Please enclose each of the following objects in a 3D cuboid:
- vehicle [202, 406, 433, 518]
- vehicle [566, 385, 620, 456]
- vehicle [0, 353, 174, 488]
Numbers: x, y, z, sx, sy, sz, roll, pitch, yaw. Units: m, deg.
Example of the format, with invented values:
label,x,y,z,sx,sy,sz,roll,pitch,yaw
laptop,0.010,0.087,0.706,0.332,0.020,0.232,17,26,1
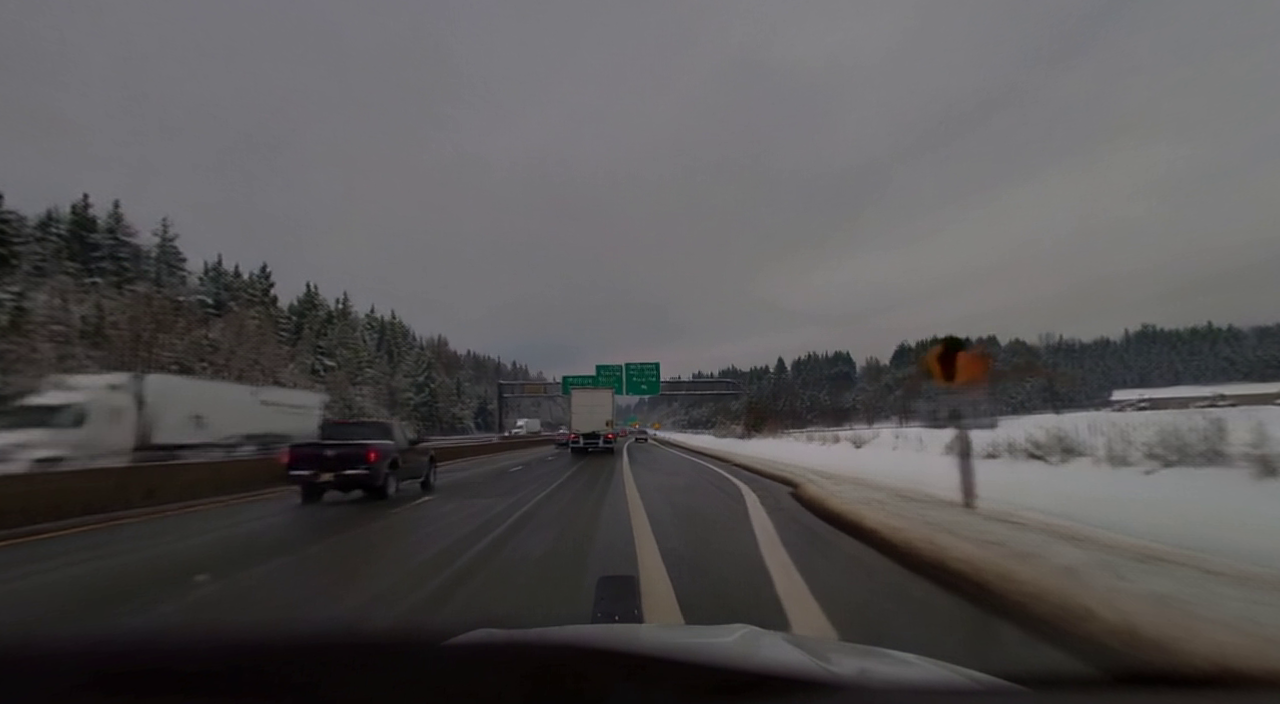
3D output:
label,x,y,z,sx,sy,sz,roll,pitch,yaw
vehicle,-5.489,1.920,11.543,2.068,1.647,4.321,0,-8,-2
vehicle,-2.637,4.216,38.129,2.855,3.741,8.587,1,-7,-2
vehicle,-19.357,2.360,21.130,2.953,3.896,5.885,0,-8,-3
